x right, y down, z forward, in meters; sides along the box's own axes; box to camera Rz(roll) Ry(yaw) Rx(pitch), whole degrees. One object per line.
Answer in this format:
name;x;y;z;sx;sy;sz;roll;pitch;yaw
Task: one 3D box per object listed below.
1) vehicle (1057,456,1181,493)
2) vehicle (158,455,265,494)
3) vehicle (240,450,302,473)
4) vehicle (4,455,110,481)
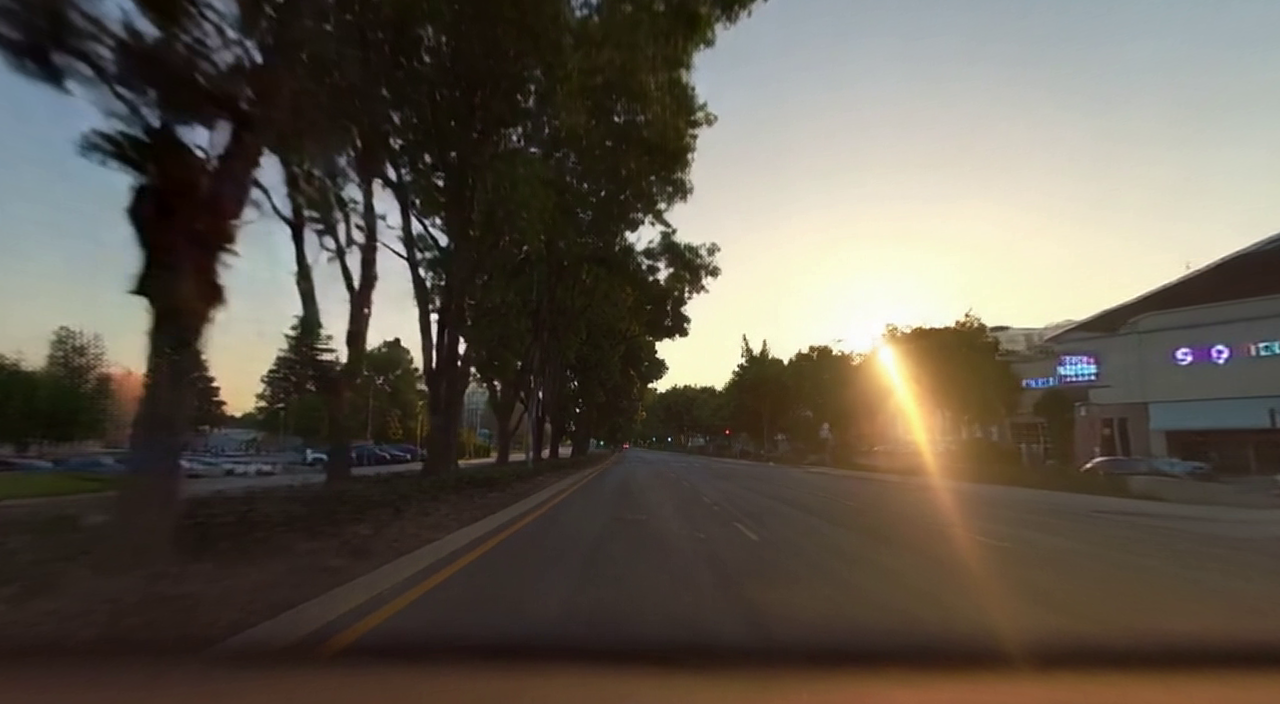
vehicle;20.806;5.329;27.561;3.732;1.503;1.981;0;-10;-1
vehicle;-19.480;5.558;28.990;1.889;1.497;4.478;-3;-9;-2
vehicle;-28.578;8.466;49.075;1.948;1.689;4.553;0;-8;2
vehicle;-36.133;7.192;39.259;4.385;1.485;2.092;0;-9;-2
